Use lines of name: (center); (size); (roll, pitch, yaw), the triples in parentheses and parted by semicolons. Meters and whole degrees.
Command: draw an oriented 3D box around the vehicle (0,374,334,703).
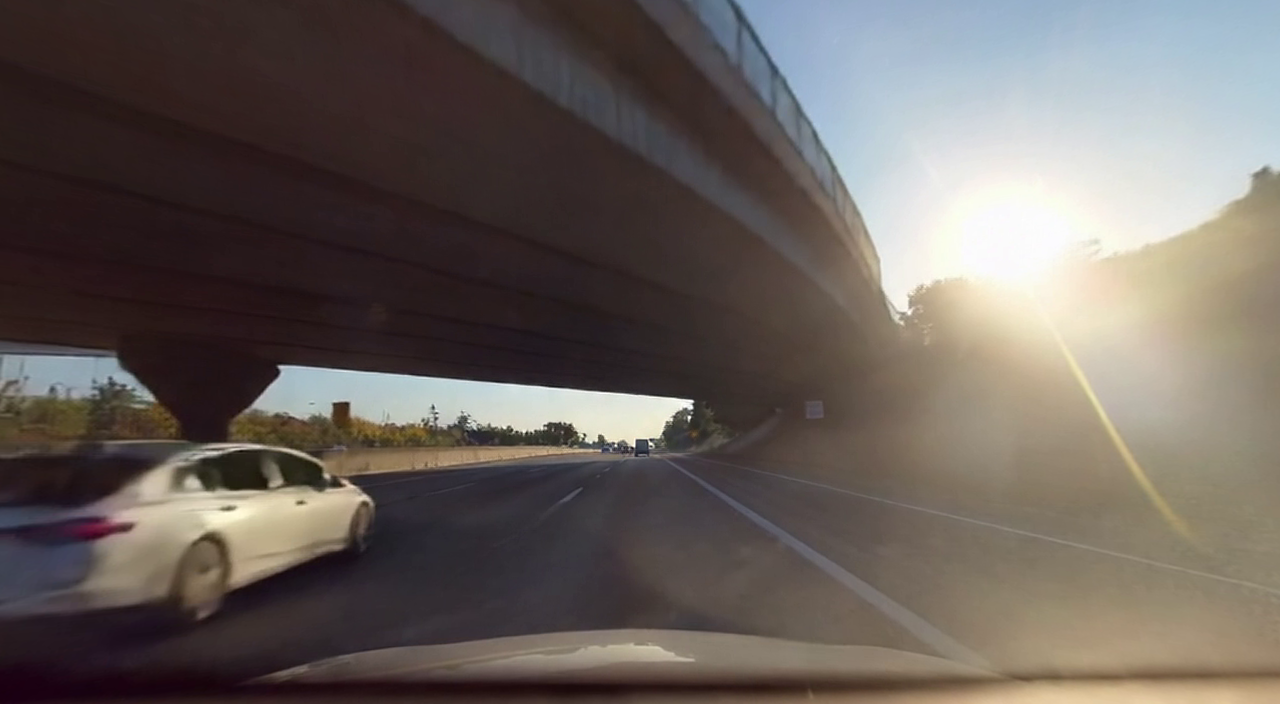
vehicle: (-3.951, 1.029, 3.845); (2.012, 1.570, 4.126); (0, -8, 1)
